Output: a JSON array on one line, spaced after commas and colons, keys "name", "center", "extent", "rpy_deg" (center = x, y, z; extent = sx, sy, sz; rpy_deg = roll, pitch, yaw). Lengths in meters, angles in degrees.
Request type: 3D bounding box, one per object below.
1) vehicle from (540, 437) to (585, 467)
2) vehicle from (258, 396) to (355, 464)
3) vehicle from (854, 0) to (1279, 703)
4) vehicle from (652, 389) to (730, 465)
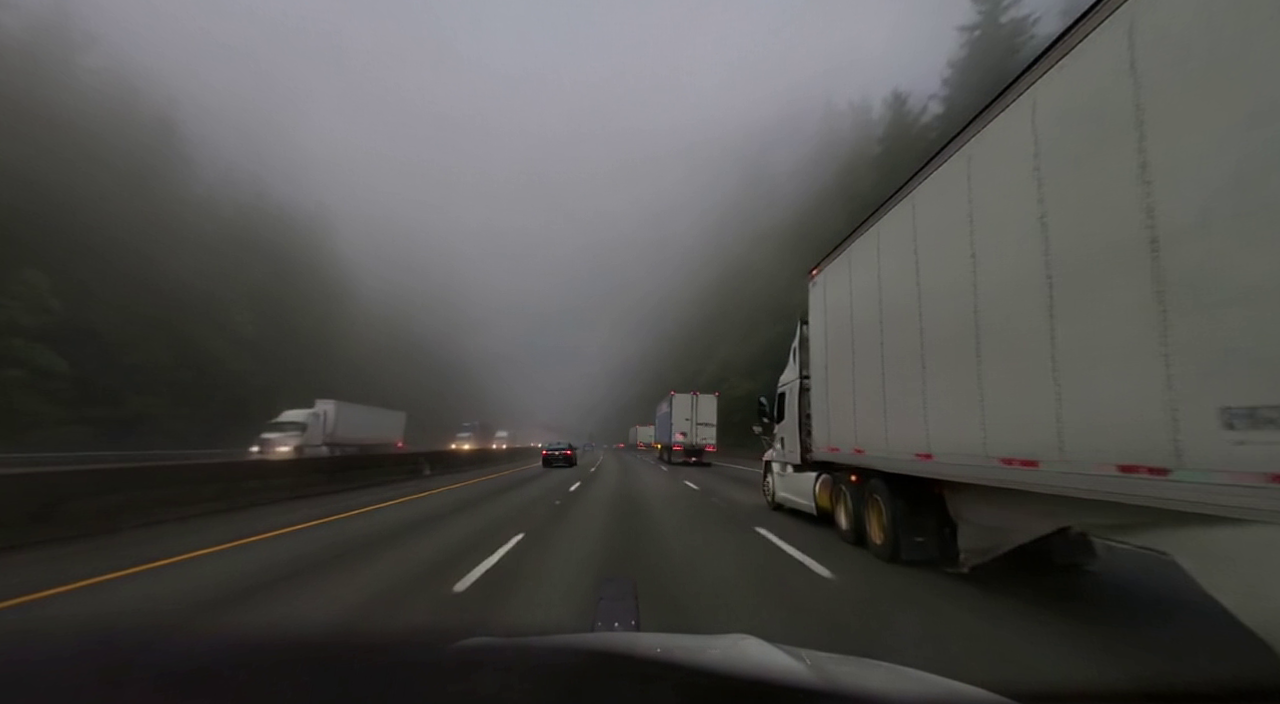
[{"name": "vehicle", "center": [-4.432, 5.769, 36.559], "extent": [2.206, 1.644, 4.027], "rpy_deg": [0, -8, -1]}, {"name": "vehicle", "center": [-21.197, 5.049, 40.434], "extent": [3.076, 3.983, 5.823], "rpy_deg": [0, -8, -3]}, {"name": "vehicle", "center": [3.933, -0.080, 3.784], "extent": [3.110, 3.921, 5.793], "rpy_deg": [0, -8, 0]}, {"name": "vehicle", "center": [2.814, 4.940, 40.180], "extent": [3.116, 3.992, 13.748], "rpy_deg": [0, -8, -3]}]
